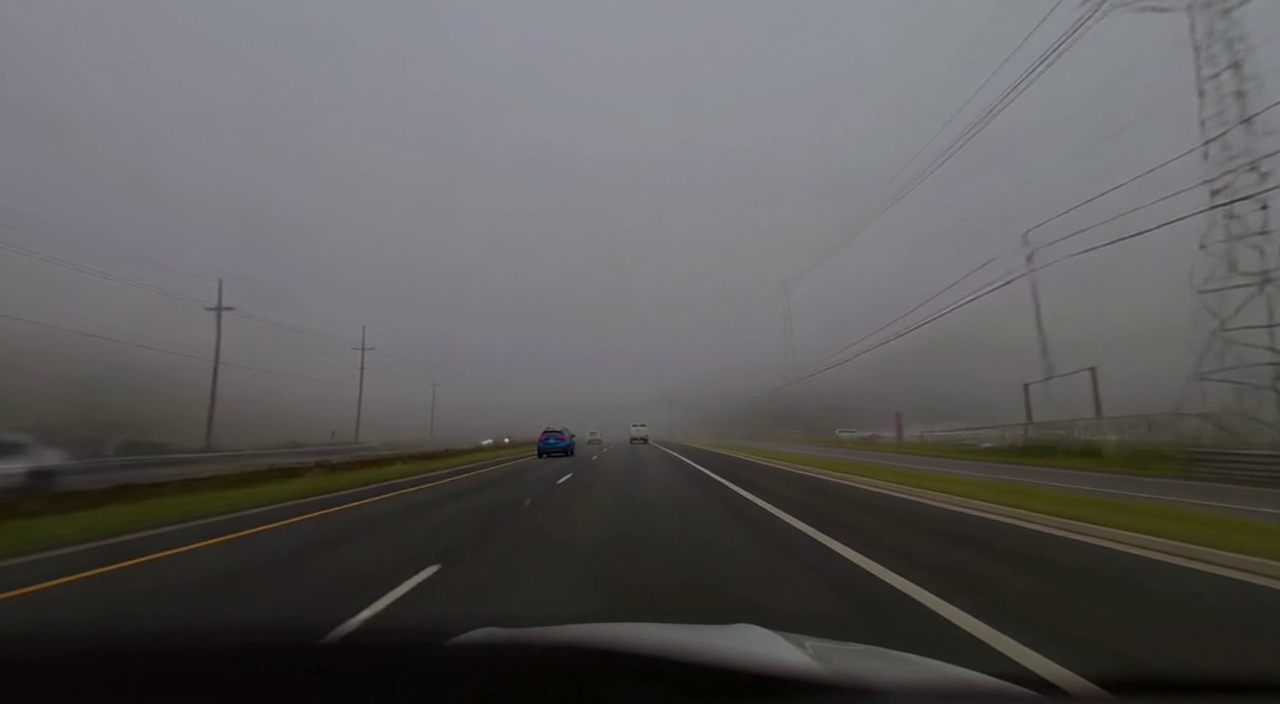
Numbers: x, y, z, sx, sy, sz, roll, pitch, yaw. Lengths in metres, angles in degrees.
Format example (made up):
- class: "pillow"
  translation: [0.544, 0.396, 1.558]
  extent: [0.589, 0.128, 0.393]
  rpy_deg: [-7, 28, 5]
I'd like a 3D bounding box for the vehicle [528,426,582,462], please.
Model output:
- class: "vehicle"
  translation: [-3.957, 4.340, 29.940]
  extent: [2.023, 1.580, 4.259]
  rpy_deg: [0, -8, -1]
